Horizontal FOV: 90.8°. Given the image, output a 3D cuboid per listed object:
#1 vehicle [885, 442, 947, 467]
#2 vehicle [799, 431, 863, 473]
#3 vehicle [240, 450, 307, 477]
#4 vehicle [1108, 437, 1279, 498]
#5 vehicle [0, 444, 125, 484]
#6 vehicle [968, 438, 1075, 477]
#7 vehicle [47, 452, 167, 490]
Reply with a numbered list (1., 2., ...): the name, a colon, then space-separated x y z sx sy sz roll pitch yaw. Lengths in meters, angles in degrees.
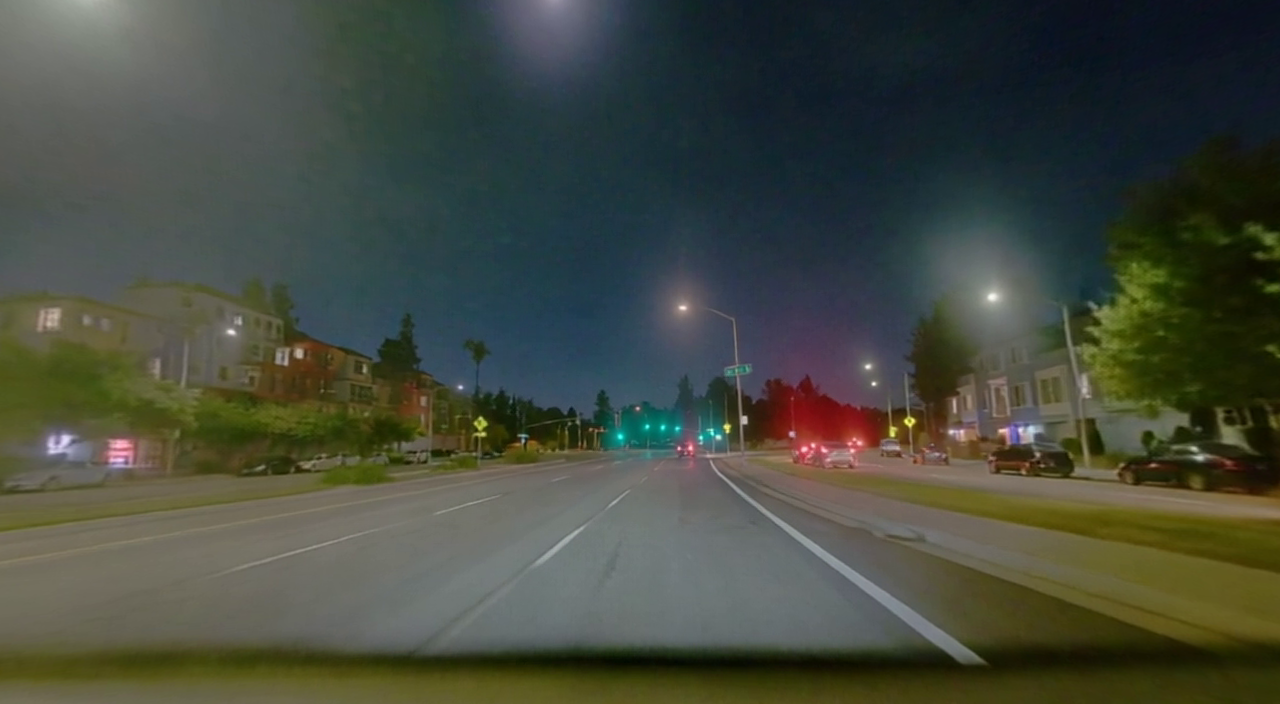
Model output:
1. vehicle: 17.341 6.446 39.940 1.969 1.465 4.930 -1 -8 4
2. vehicle: 10.121 5.443 33.867 1.923 1.741 4.683 -4 -13 0
3. vehicle: -26.703 8.187 46.206 1.983 1.691 4.336 -4 -13 4
4. vehicle: 16.355 3.276 18.401 1.945 1.531 4.589 0 -8 0
5. vehicle: -33.329 6.334 35.979 5.871 2.184 2.518 -1 -8 5
6. vehicle: 16.497 4.564 27.638 1.940 1.556 4.542 -1 -8 2
7. vehicle: -27.799 6.200 33.211 2.032 1.799 4.636 -1 -8 4
